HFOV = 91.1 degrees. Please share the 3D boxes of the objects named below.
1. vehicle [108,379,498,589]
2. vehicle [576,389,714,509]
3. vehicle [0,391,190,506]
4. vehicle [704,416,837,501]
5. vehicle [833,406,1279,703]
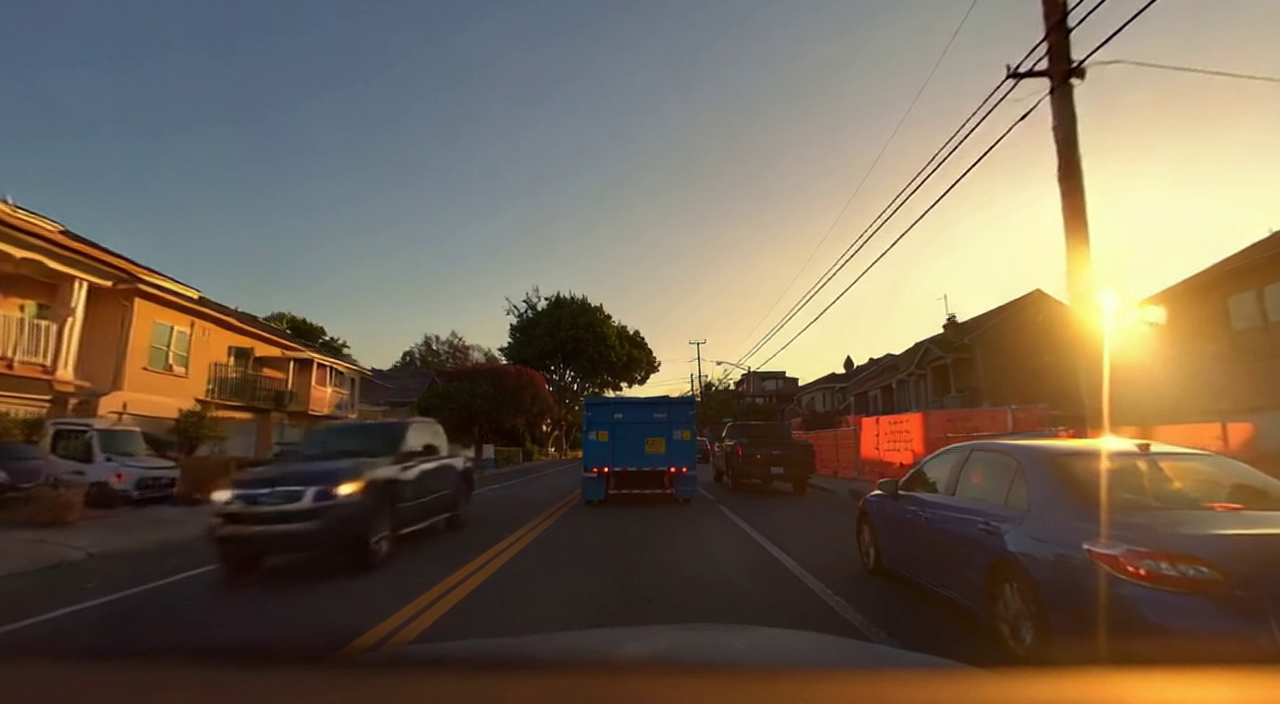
[{"bbox_3d":[-3.897,1.684,8.982,2.306,2.005,5.773,0,-8,1],"label":"vehicle"},{"bbox_3d":[0.147,2.404,15.816,2.751,2.361,6.347,1,-9,1],"label":"vehicle"},{"bbox_3d":[-13.448,2.160,14.162,2.475,2.157,5.567,0,-8,-1],"label":"vehicle"},{"bbox_3d":[3.357,2.920,17.657,2.486,1.993,5.667,0,-8,0],"label":"vehicle"},{"bbox_3d":[3.147,1.286,4.700,2.010,1.499,4.481,0,-8,0],"label":"vehicle"}]
